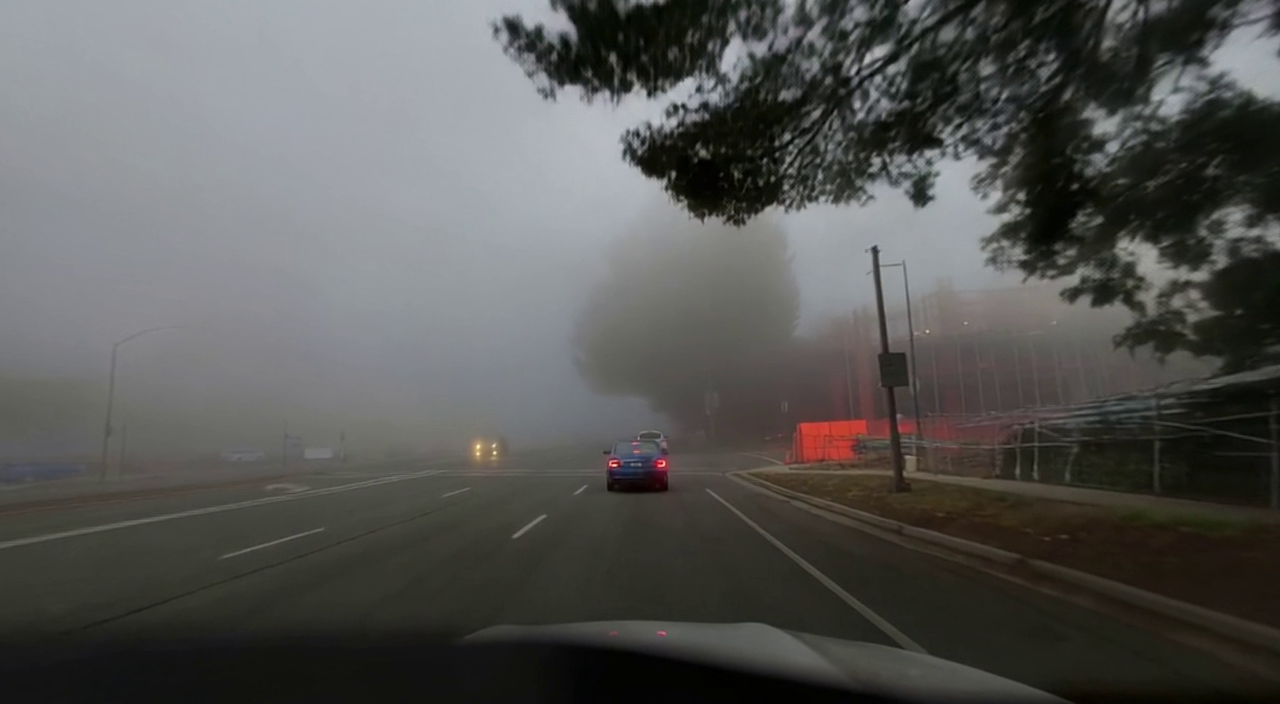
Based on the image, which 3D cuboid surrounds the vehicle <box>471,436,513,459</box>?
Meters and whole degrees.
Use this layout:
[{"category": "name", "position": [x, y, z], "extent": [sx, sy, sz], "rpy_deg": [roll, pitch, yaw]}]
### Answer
[{"category": "vehicle", "position": [-10.211, 6.508, 43.124], "extent": [2.072, 1.465, 4.394], "rpy_deg": [3, -9, -22]}]

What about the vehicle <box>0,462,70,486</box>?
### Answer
[{"category": "vehicle", "position": [-39.752, 7.838, 40.649], "extent": [4.111, 1.412, 1.777], "rpy_deg": [0, -8, -2]}]

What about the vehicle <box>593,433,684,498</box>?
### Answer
[{"category": "vehicle", "position": [-0.034, 2.923, 16.669], "extent": [2.112, 1.482, 4.076], "rpy_deg": [0, -8, 0]}]
